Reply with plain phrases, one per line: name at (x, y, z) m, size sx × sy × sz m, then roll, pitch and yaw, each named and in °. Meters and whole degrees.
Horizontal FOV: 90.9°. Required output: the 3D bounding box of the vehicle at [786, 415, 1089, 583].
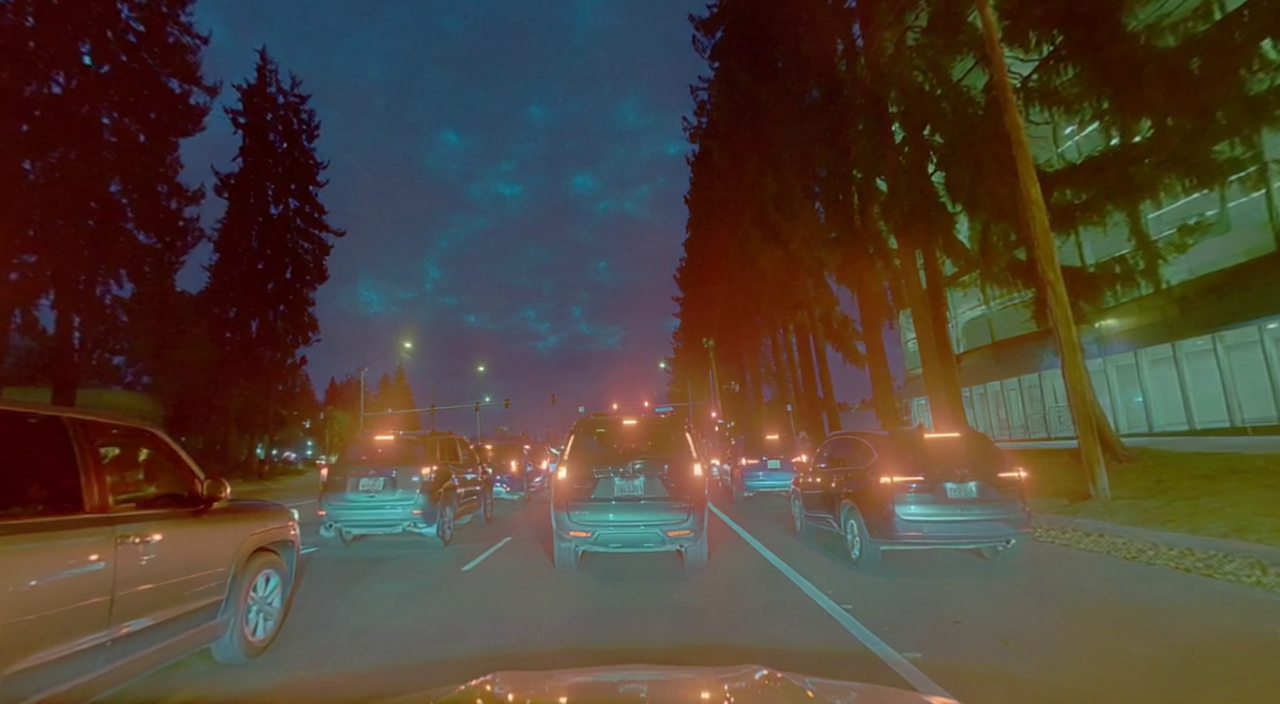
vehicle at (3.261, 1.665, 7.867) m, size 1.922 × 1.579 × 3.642 m, roll 0°, pitch -8°, yaw -1°

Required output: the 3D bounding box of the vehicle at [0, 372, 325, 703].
vehicle at (-3.778, 0.992, 3.309) m, size 1.929 × 1.641 × 4.193 m, roll 0°, pitch -8°, yaw 2°

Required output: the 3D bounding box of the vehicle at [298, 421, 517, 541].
vehicle at (-3.653, 2.110, 10.933) m, size 2.042 × 1.641 × 4.314 m, roll 0°, pitch -8°, yaw 1°

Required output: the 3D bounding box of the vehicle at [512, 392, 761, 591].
vehicle at (-0.009, 1.530, 7.657) m, size 2.193 × 1.744 × 4.033 m, roll 0°, pitch -8°, yaw 1°
